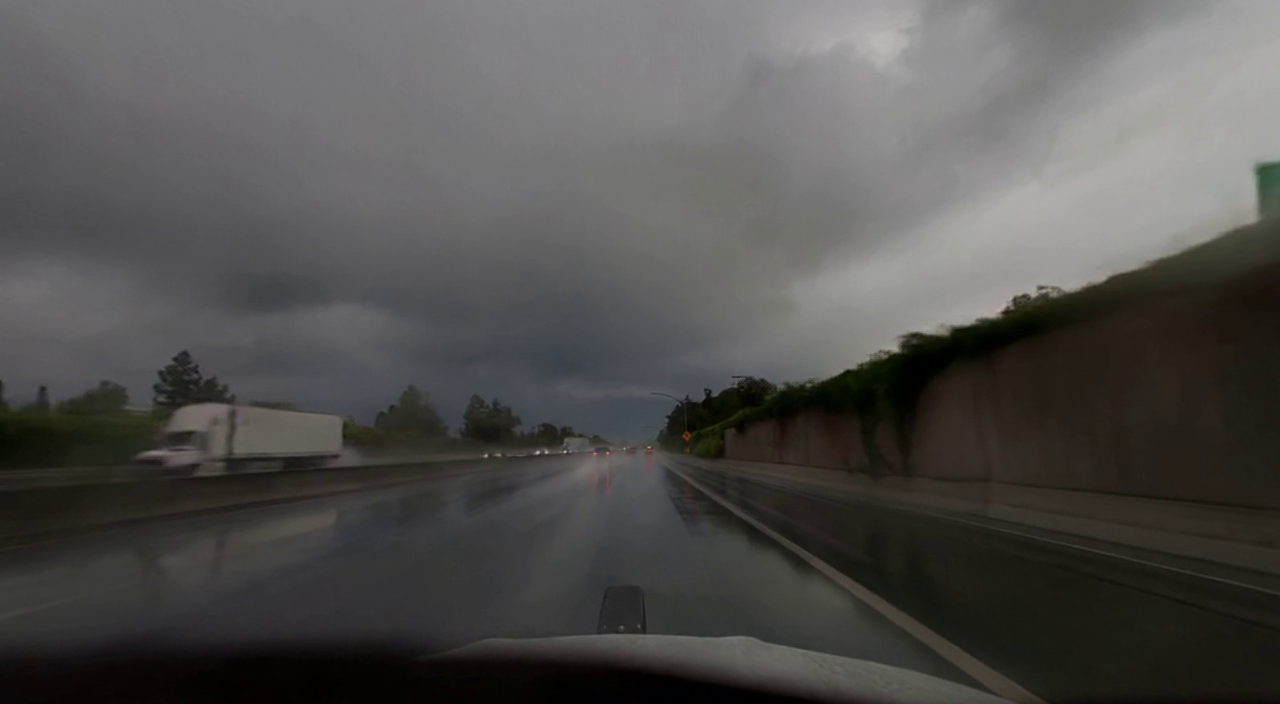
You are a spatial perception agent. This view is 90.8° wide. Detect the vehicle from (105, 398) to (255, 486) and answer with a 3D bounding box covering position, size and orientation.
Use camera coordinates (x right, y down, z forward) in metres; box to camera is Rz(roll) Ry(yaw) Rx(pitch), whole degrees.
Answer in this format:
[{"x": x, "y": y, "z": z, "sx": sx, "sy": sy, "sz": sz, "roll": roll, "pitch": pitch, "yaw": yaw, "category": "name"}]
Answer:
[{"x": -23.069, "y": 4.624, "z": 32.179, "sx": 2.967, "sy": 4.002, "sz": 5.886, "roll": 0, "pitch": -9, "yaw": 0, "category": "vehicle"}]
